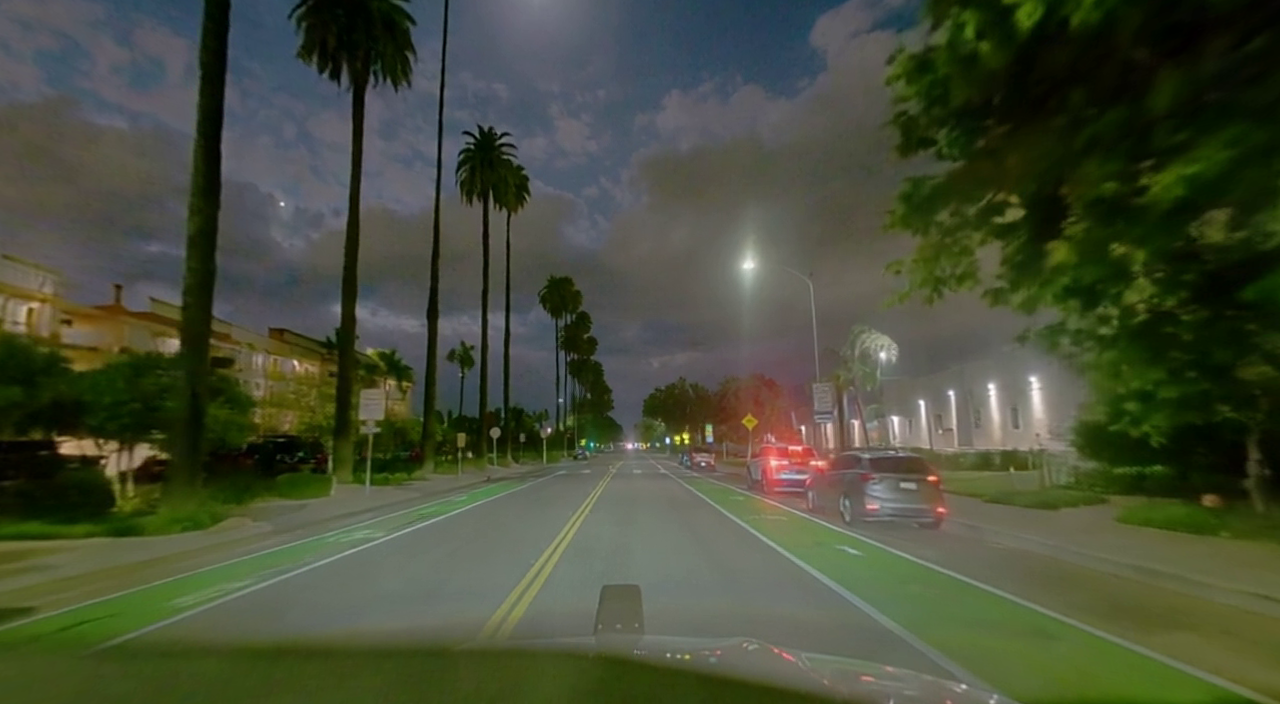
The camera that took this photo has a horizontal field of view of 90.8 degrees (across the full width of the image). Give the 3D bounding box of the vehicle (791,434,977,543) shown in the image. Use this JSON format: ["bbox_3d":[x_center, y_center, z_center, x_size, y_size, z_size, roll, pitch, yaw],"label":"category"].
[{"bbox_3d":[4.485,2.568,12.492,2.000,1.732,4.298,-1,-9,1],"label":"vehicle"}]

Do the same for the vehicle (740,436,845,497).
[{"bbox_3d":[4.747,3.661,20.546,2.144,1.720,4.794,0,-9,-1],"label":"vehicle"}]

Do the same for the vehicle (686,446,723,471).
[{"bbox_3d":[4.380,7.352,43.767,1.997,1.640,4.494,0,-9,-1],"label":"vehicle"}]
